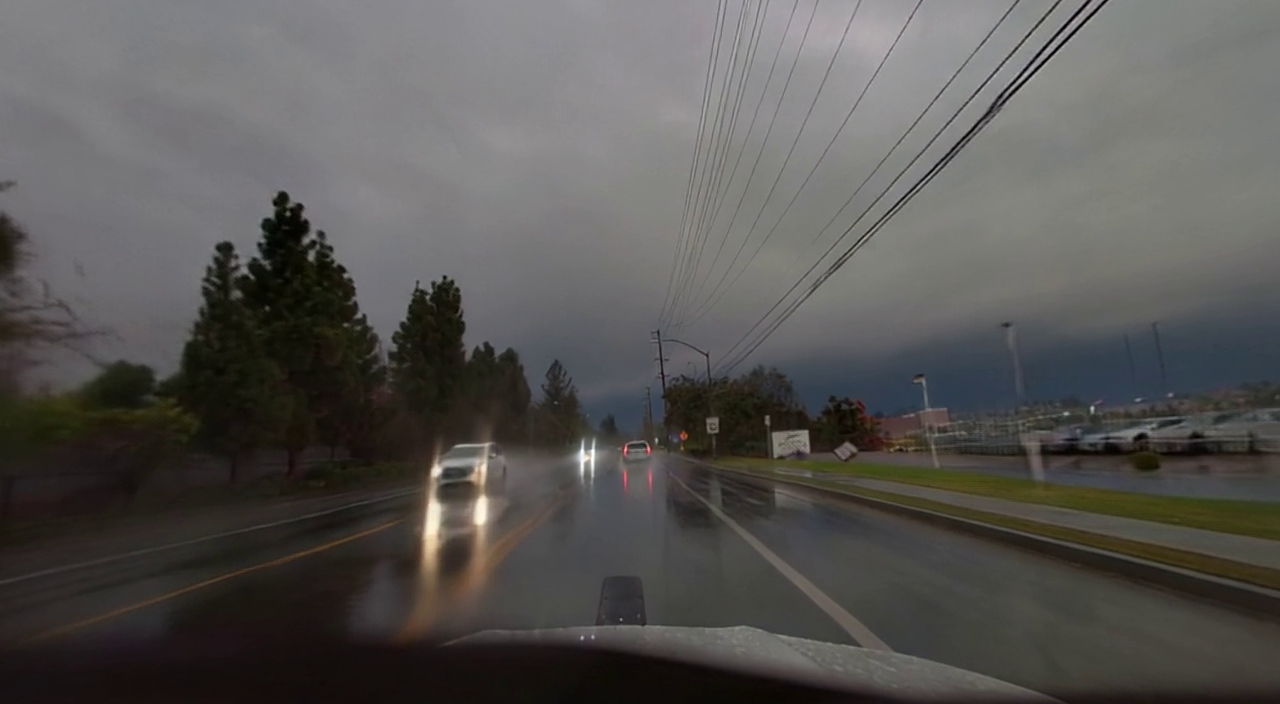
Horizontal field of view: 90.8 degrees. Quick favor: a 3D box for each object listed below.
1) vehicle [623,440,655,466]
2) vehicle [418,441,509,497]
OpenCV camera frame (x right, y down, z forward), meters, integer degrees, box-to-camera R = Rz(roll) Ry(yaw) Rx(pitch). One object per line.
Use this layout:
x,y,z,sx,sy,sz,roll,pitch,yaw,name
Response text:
-0.094,7.121,44.673,2.163,1.746,4.073,-1,-8,0,vehicle
-6.011,3.997,22.062,1.960,1.704,4.229,-1,-8,0,vehicle
